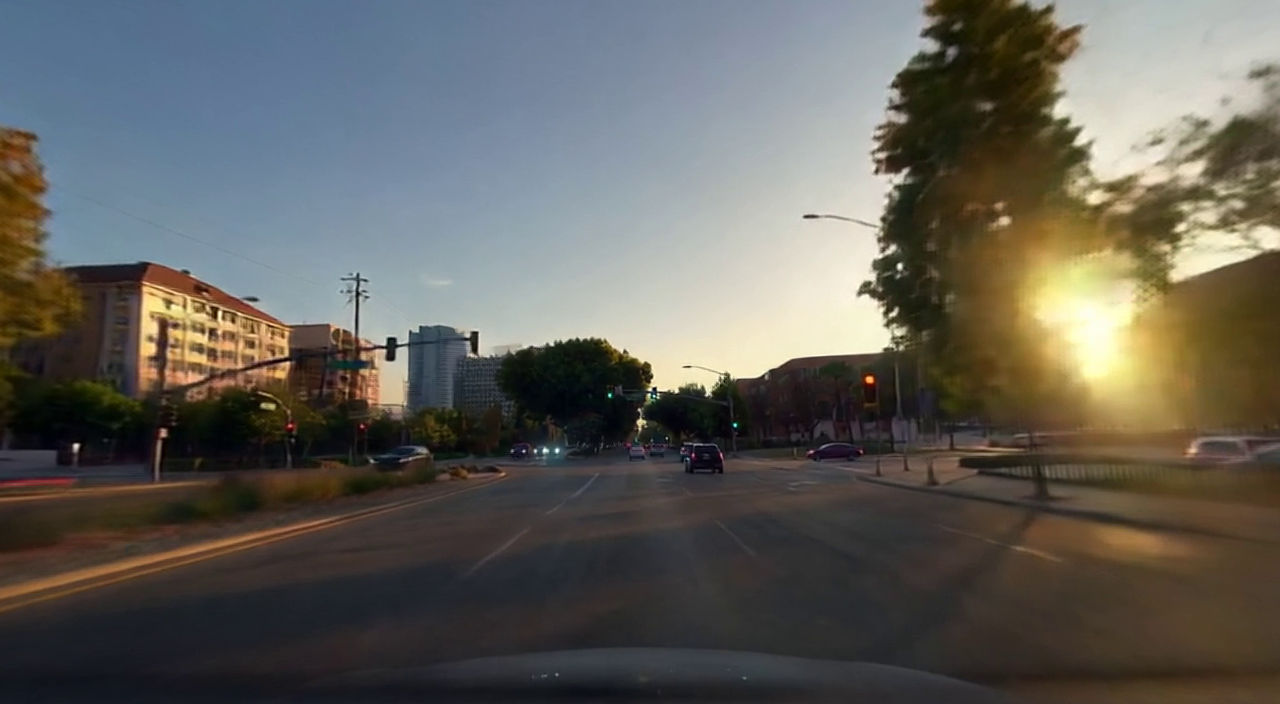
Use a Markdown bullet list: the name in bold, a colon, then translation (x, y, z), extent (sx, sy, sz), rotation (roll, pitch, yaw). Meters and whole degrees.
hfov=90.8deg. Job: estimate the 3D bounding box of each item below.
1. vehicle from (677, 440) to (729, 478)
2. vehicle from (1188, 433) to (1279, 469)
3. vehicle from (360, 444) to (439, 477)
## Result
- **vehicle**: translation (3.093, 5.369, 31.933), extent (2.069, 1.761, 4.610), rotation (0, -9, -1)
- **vehicle**: translation (25.503, 4.133, 26.373), extent (1.828, 1.384, 3.794), rotation (0, -9, 1)
- **vehicle**: translation (-11.814, 5.349, 31.404), extent (2.059, 1.503, 4.483), rotation (0, -9, 1)
